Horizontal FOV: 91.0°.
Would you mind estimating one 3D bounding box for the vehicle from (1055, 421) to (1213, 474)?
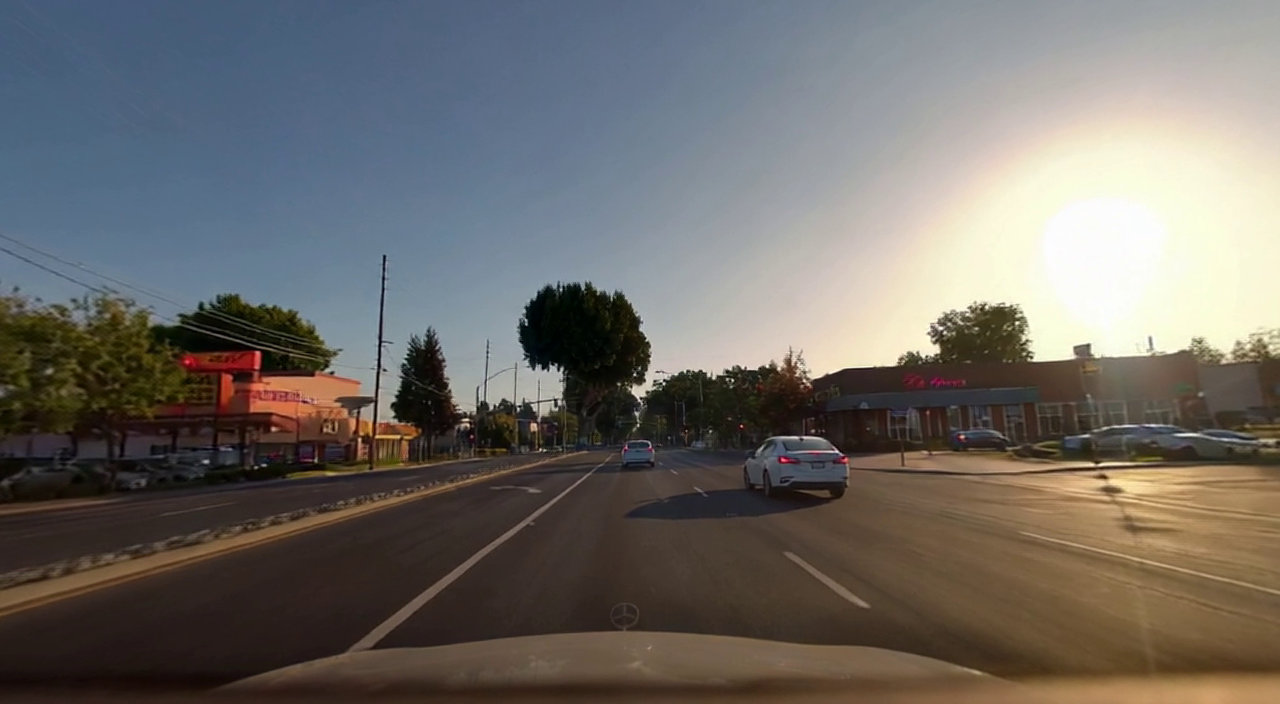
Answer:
[{"bbox_3d":[20.483,3.980,26.266,4.697,1.832,2.092,-4,-9,-1],"label":"vehicle"}]

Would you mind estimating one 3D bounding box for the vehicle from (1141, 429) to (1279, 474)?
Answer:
[{"bbox_3d":[21.589,3.617,22.964,4.763,1.544,2.047,0,-8,2],"label":"vehicle"}]

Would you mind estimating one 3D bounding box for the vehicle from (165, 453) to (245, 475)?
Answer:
[{"bbox_3d":[-29.837,7.673,43.213,4.155,1.486,1.706,0,-8,-2],"label":"vehicle"}]

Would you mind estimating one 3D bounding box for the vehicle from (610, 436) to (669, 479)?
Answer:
[{"bbox_3d":[-0.062,3.827,23.065,1.998,1.452,3.773,0,-8,-1],"label":"vehicle"}]

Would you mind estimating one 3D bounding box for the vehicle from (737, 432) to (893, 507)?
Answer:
[{"bbox_3d":[3.807,2.652,14.734,2.153,1.456,4.705,0,-8,-2],"label":"vehicle"}]

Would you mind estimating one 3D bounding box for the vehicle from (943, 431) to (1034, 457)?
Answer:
[{"bbox_3d":[20.531,5.417,37.145,4.296,1.496,1.891,1,-9,-8],"label":"vehicle"}]
